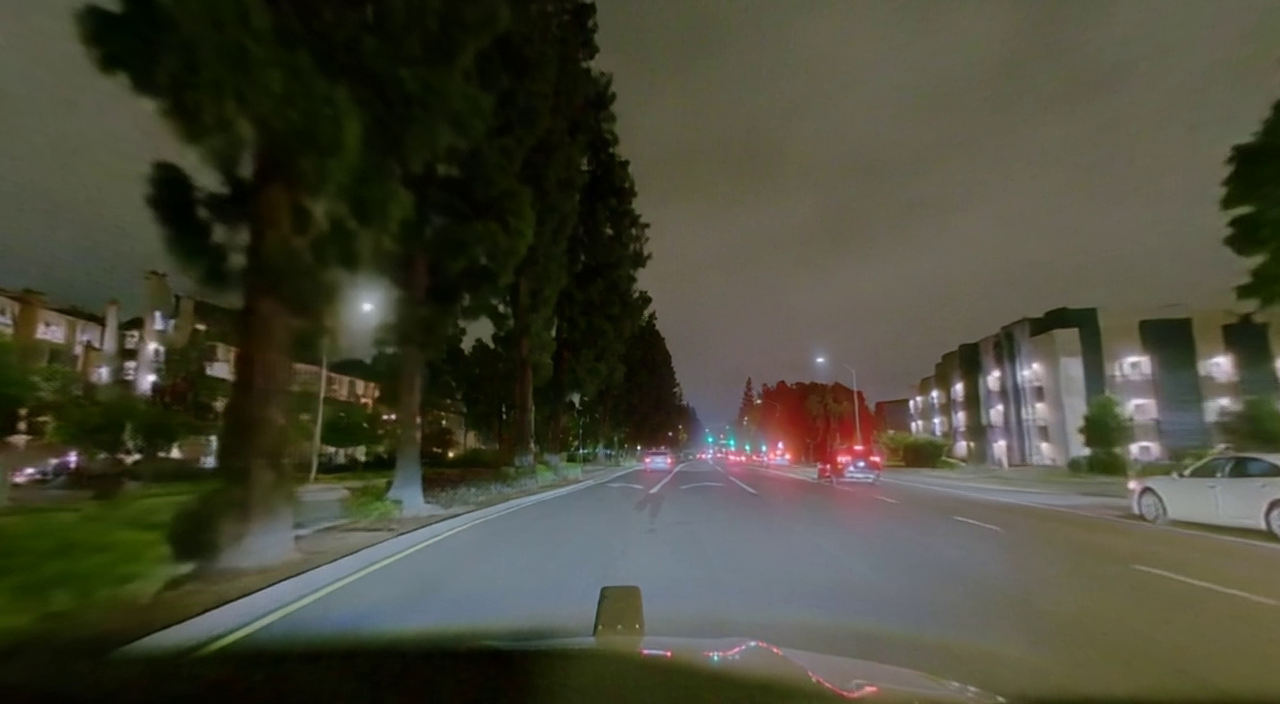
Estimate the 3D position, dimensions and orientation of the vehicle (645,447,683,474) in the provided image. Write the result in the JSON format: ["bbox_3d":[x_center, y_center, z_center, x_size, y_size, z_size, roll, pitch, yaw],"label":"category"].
[{"bbox_3d":[1.447,6.355,37.340,2.077,1.477,3.897,-1,-9,3],"label":"vehicle"}]

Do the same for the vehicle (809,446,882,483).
[{"bbox_3d":[8.764,4.798,27.278,2.020,1.472,3.958,-1,-9,4],"label":"vehicle"}]

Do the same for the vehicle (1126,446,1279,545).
[{"bbox_3d":[10.785,2.323,10.536,1.888,1.508,4.646,-1,-9,4],"label":"vehicle"}]

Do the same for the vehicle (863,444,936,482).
[{"bbox_3d":[12.680,5.417,31.170,1.945,1.687,4.292,-1,-9,3],"label":"vehicle"}]
